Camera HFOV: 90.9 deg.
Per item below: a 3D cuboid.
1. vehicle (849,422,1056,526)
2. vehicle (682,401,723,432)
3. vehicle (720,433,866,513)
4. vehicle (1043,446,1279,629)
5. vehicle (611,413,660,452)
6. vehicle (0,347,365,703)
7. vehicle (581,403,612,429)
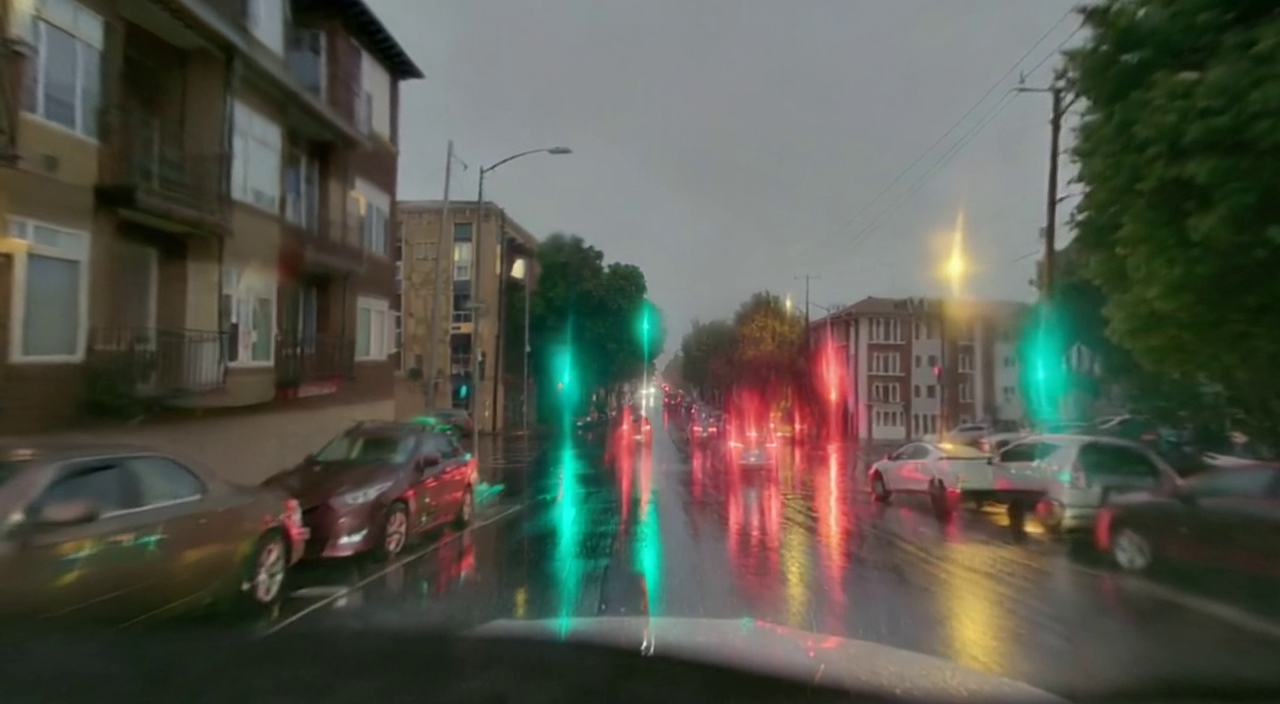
[{"bbox_3d":[6.098,2.419,13.070,1.999,1.752,4.502,0,-8,1],"label":"vehicle"},{"bbox_3d":[3.740,3.980,38.407,2.093,1.655,4.327,0,-8,1],"label":"vehicle"},{"bbox_3d":[3.100,2.575,13.945,2.055,1.450,4.676,0,-8,0],"label":"vehicle"},{"bbox_3d":[6.112,1.588,5.735,1.962,1.438,4.440,0,-8,0],"label":"vehicle"},{"bbox_3d":[-0.149,3.364,26.791,1.923,1.460,3.923,0,-4,1],"label":"vehicle"},{"bbox_3d":[-3.496,1.005,3.548,1.922,1.704,4.398,0,-8,-1],"label":"vehicle"},{"bbox_3d":[-2.828,4.267,41.485,1.878,1.521,3.697,0,-8,-1],"label":"vehicle"}]
